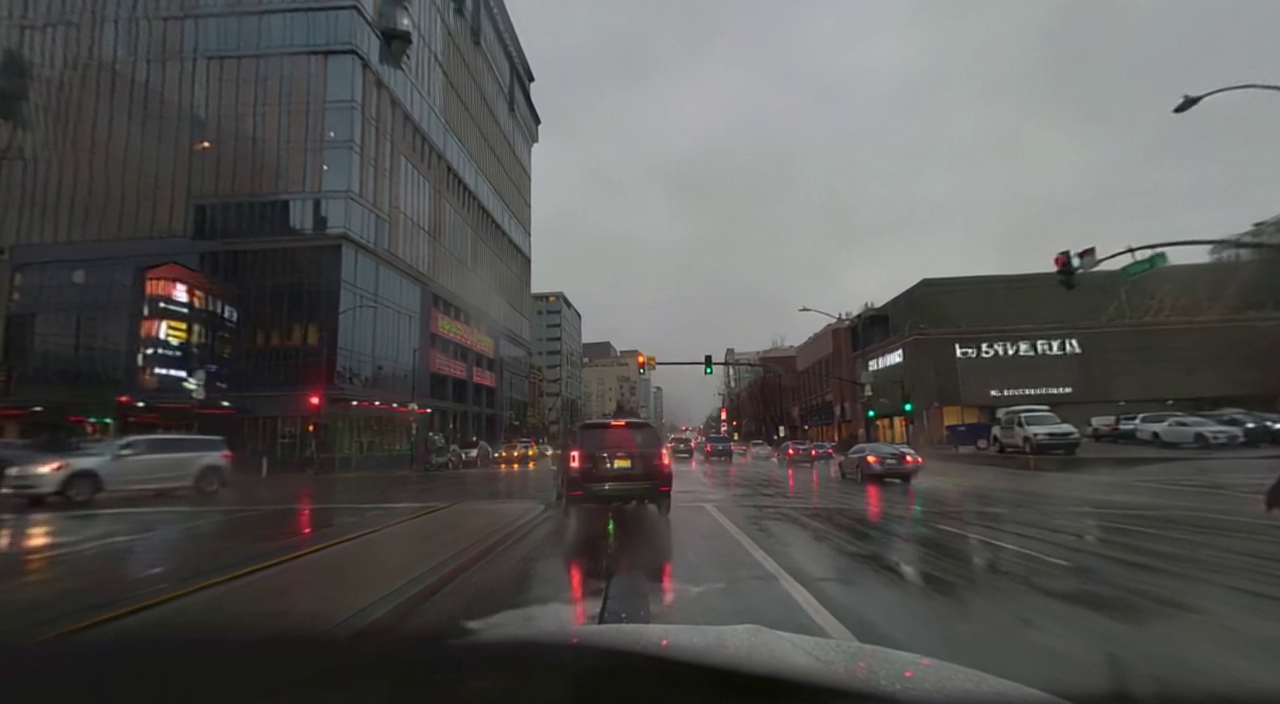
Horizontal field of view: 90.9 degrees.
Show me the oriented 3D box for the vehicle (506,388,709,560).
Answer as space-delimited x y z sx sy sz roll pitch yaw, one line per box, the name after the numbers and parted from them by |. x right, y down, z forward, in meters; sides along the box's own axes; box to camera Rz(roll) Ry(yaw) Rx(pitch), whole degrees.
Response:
-0.413 1.752 9.674 2.242 1.812 4.993 -3 -9 -1 | vehicle

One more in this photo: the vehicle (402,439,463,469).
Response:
-12.643 6.265 38.826 1.993 1.708 5.219 0 -8 0 | vehicle

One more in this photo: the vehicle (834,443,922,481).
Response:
9.814 4.542 26.399 1.863 1.426 4.494 0 -8 -1 | vehicle

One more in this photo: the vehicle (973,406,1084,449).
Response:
18.558 3.718 30.521 2.123 1.884 5.170 0 -8 1 | vehicle

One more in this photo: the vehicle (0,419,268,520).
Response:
-11.683 2.586 14.438 2.291 1.856 4.827 -5 -10 28 | vehicle

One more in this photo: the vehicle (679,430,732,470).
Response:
3.330 5.130 33.085 2.115 1.932 5.189 0 -8 -1 | vehicle

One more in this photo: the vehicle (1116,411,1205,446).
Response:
24.426 3.567 29.730 1.422 1.496 3.318 1 -6 1 | vehicle

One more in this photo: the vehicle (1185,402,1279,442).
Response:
29.309 3.360 30.451 1.913 1.651 4.727 3 -3 1 | vehicle

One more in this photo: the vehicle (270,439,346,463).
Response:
-23.064 6.858 43.874 4.286 1.210 1.877 3 -3 4 | vehicle
